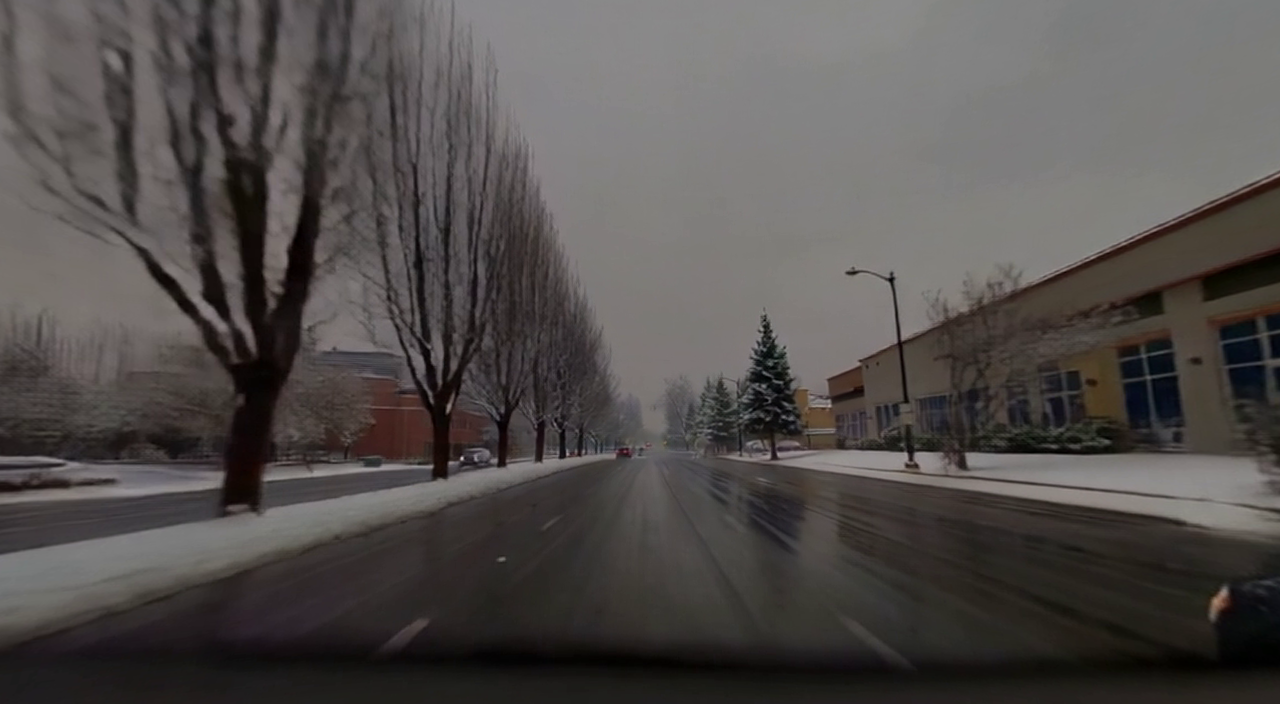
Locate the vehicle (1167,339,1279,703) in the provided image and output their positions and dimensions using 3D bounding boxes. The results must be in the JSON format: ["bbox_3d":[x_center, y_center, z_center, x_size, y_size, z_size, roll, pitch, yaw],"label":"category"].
[{"bbox_3d":[3.251,0.535,0.313,2.090,1.685,4.436,0,-8,0],"label":"vehicle"}]
